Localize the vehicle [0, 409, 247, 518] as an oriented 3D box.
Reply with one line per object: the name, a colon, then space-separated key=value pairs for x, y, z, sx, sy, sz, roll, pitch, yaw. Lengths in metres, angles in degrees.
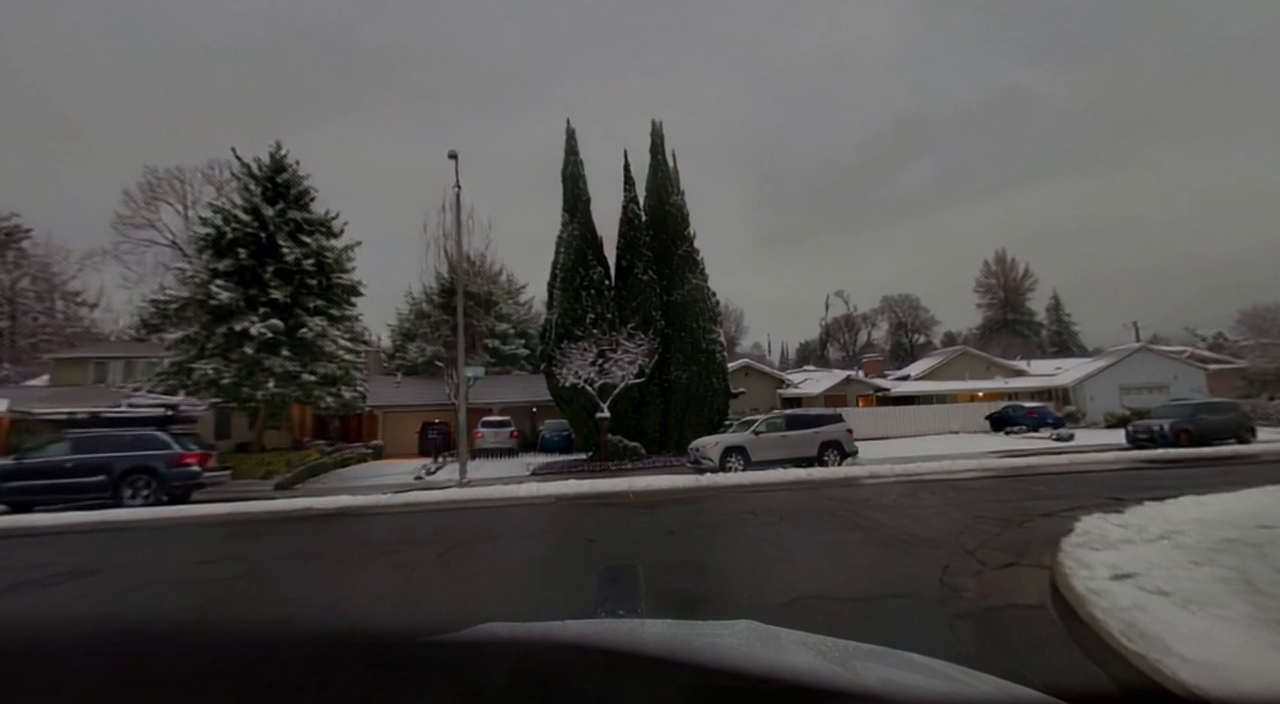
vehicle: x=-12.772 y=2.548 z=14.847 sx=5.419 sy=2.292 sz=2.272 roll=2 pitch=-7 yaw=-15

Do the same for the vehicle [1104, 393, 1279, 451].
vehicle: x=19.625 y=2.486 z=22.347 sx=5.179 sy=1.847 sz=2.219 roll=1 pitch=-10 yaw=-15

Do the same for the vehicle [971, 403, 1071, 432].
vehicle: x=22.469 y=3.940 z=37.461 sx=1.967 sy=1.523 sz=4.619 roll=5 pitch=-10 yaw=-29

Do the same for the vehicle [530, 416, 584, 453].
vehicle: x=-4.211 y=4.168 z=31.530 sx=2.005 sy=1.699 sz=4.234 roll=2 pitch=-9 yaw=-16

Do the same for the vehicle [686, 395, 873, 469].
vehicle: x=4.020 y=2.419 z=18.661 sx=4.919 sy=1.969 sz=2.104 roll=2 pitch=-9 yaw=-10

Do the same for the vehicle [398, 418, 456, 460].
vehicle: x=-10.390 y=4.333 z=31.209 sx=2.391 sy=1.894 sz=5.075 roll=2 pitch=-9 yaw=-16

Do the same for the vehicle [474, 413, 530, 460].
vehicle: x=-6.598 y=3.973 z=29.718 sx=2.278 sy=1.969 sz=5.533 roll=2 pitch=-8 yaw=-15

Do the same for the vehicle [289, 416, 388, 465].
vehicle: x=-13.908 y=4.083 z=28.955 sx=2.307 sy=2.043 sz=5.475 roll=8 pitch=-12 yaw=-44
